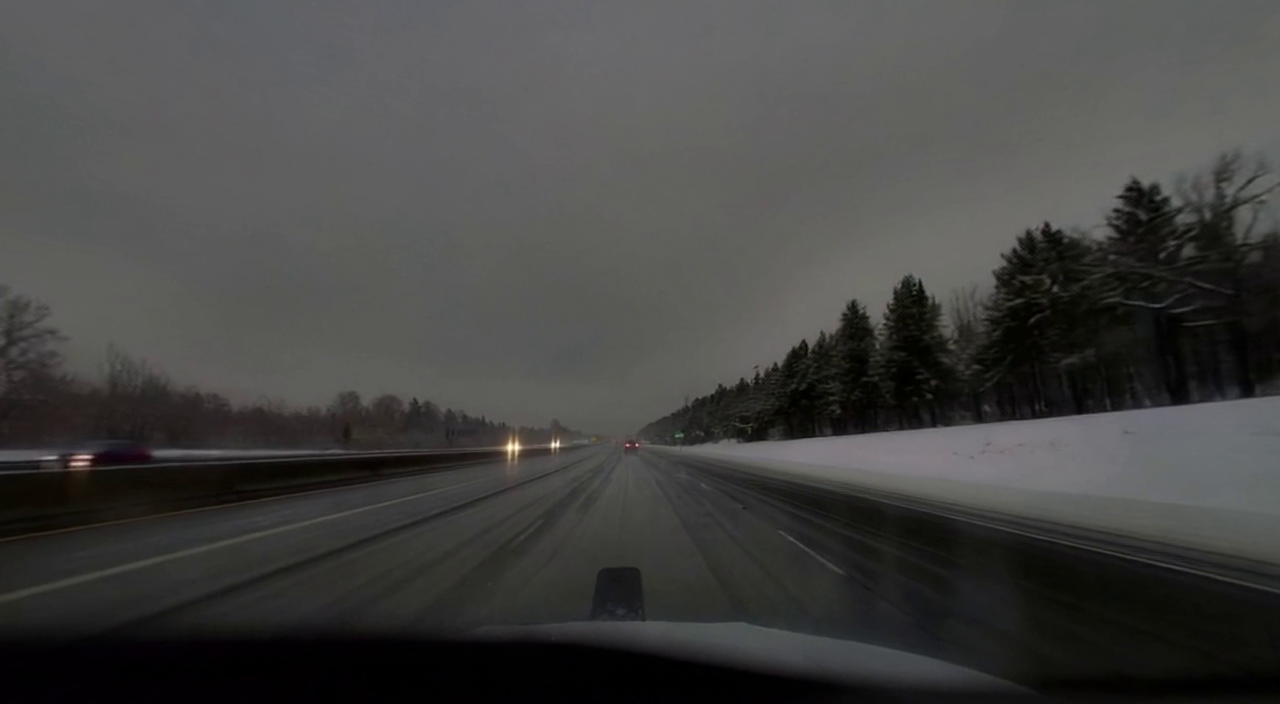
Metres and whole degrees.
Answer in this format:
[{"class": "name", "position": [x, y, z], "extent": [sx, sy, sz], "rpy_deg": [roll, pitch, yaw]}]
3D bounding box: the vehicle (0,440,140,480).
[{"class": "vehicle", "position": [-22.955, 4.336, 25.581], "extent": [1.822, 1.471, 4.255], "rpy_deg": [0, -9, 0]}]
